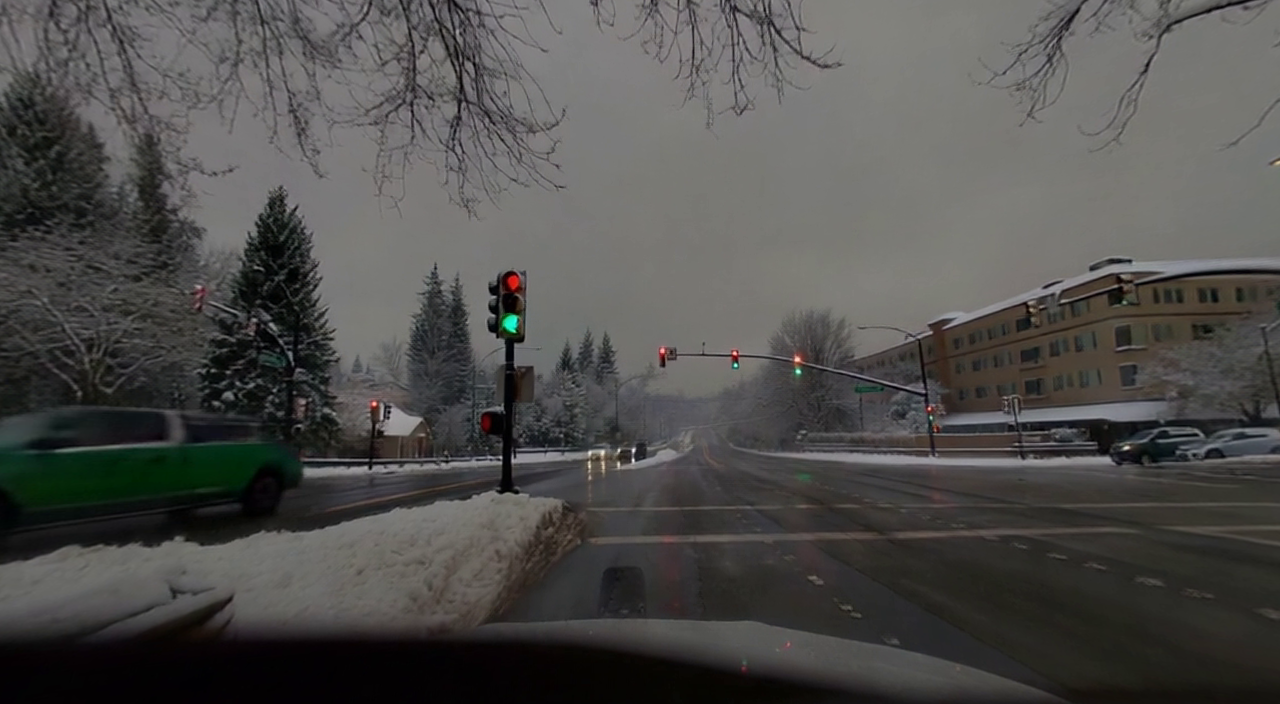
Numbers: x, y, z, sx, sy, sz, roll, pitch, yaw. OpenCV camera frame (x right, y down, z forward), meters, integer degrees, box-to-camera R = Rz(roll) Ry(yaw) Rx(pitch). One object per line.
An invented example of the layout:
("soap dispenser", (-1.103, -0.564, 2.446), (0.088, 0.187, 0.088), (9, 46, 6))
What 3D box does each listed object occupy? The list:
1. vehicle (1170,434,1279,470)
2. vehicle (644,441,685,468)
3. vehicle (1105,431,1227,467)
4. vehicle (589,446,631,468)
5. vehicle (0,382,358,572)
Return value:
("vehicle", (26.267, 4.353, 27.683), (4.644, 1.470, 1.922), (1, -8, -10))
("vehicle", (1.711, 6.964, 42.993), (2.197, 1.739, 4.177), (-2, -8, 10))
("vehicle", (25.909, 4.771, 31.135), (4.441, 1.674, 2.035), (1, -8, -8))
("vehicle", (-2.070, 7.481, 45.263), (2.076, 1.476, 3.873), (-2, -8, 12))
("vehicle", (-8.895, 2.138, 11.920), (2.775, 2.246, 9.043), (0, -8, 2))
